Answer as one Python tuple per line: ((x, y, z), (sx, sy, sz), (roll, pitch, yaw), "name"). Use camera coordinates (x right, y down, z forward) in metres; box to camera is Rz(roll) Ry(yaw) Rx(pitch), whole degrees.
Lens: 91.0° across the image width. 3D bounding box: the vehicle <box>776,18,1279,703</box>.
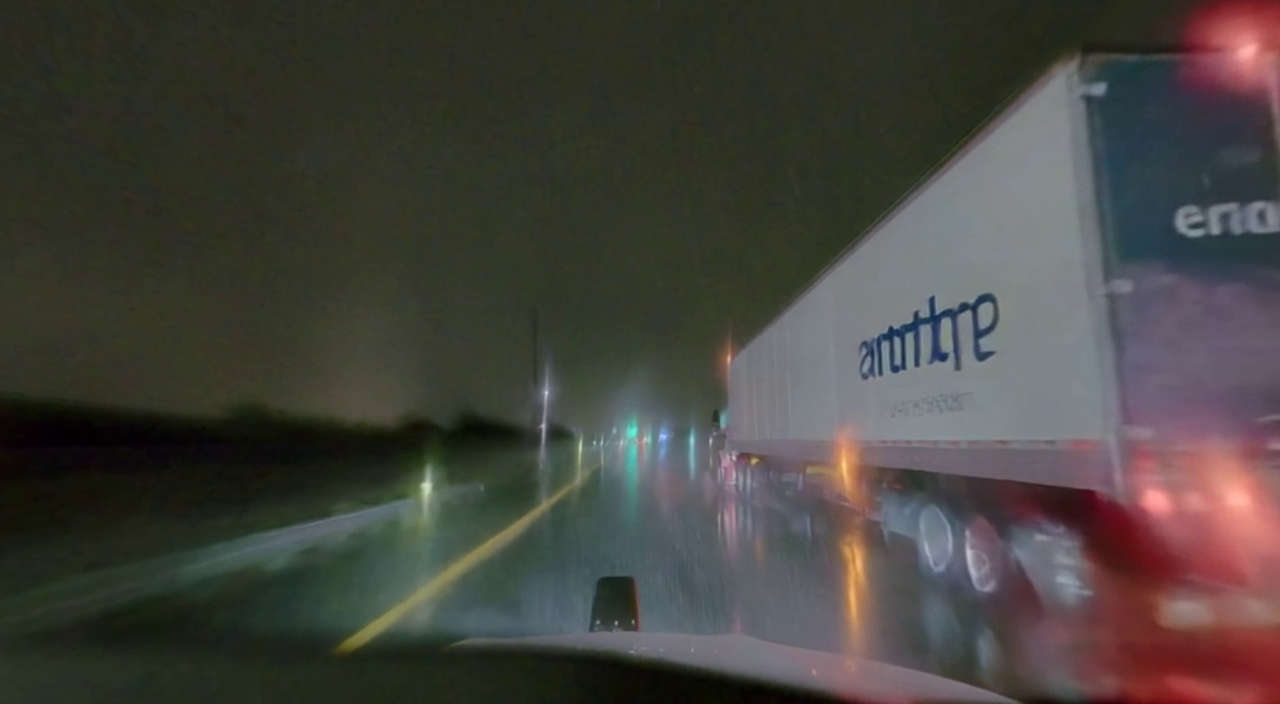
((3.533, 0.585, 6.164), (2.702, 3.193, 7.196), (0, -8, 0), "vehicle")
